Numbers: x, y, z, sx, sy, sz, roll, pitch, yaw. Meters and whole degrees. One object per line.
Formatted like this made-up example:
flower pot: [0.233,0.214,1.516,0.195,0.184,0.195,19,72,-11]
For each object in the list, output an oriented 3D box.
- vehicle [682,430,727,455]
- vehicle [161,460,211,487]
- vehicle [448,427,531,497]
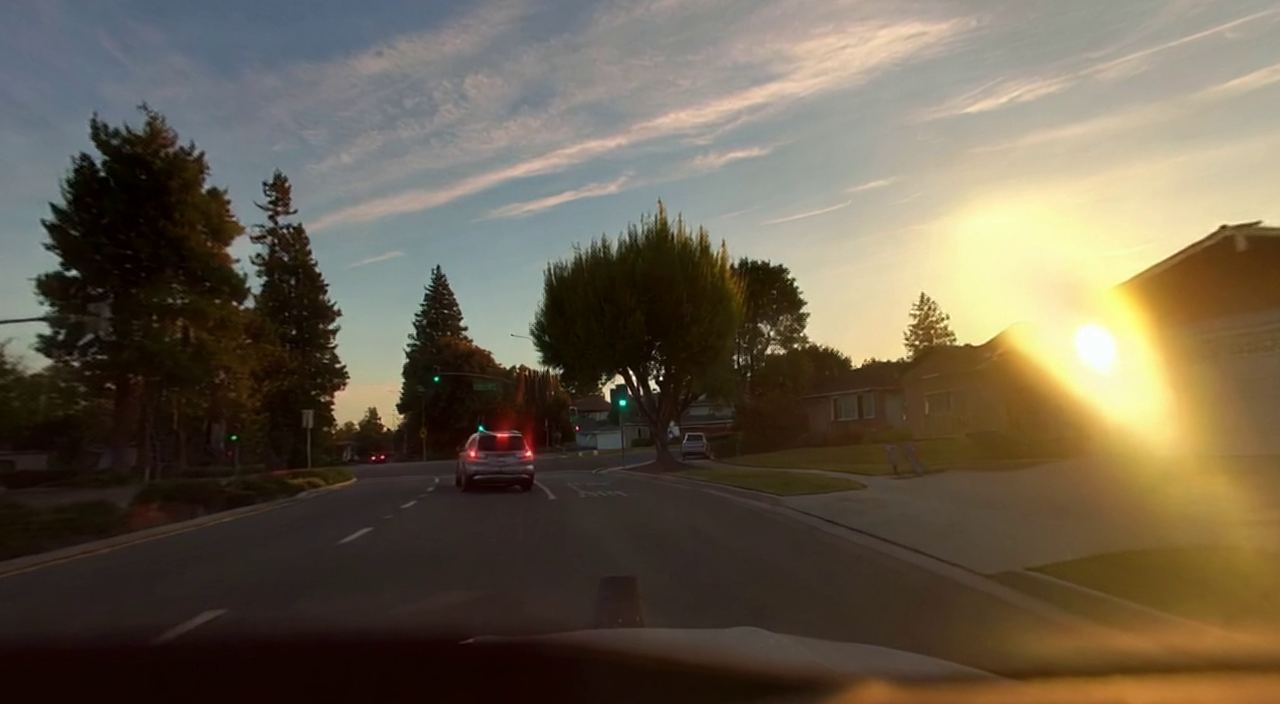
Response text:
vehicle: [4.063,5.800,40.504,1.911,1.516,4.251,1,-9,-8]
vehicle: [-31.798,8.455,44.366,1.943,1.677,4.176,3,-9,-23]
vehicle: [-4.250,3.054,17.898,1.990,1.707,4.225,2,-9,-13]
